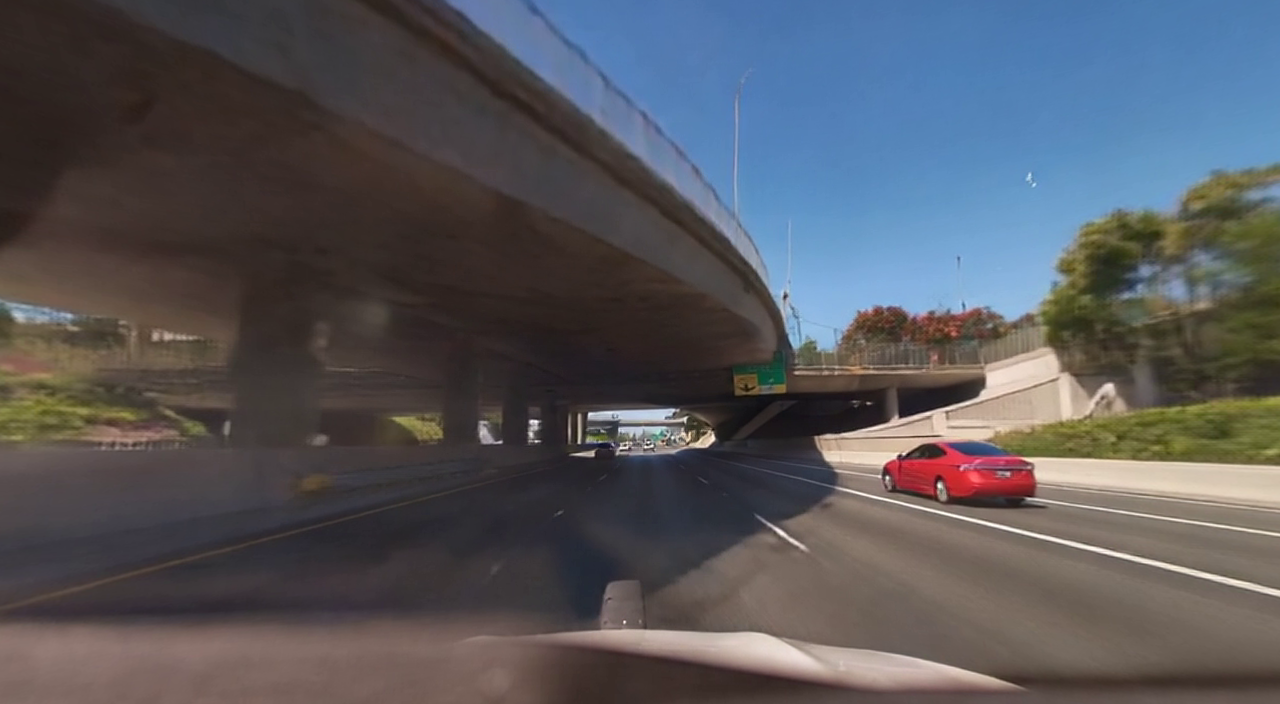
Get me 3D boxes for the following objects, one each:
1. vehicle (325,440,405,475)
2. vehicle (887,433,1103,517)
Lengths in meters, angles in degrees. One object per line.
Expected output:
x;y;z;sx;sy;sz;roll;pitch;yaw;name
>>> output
-13.021;5.013;30.158;1.858;1.535;4.320;0;-8;0;vehicle
7.193;2.525;13.493;1.914;1.465;4.574;0;-8;0;vehicle
